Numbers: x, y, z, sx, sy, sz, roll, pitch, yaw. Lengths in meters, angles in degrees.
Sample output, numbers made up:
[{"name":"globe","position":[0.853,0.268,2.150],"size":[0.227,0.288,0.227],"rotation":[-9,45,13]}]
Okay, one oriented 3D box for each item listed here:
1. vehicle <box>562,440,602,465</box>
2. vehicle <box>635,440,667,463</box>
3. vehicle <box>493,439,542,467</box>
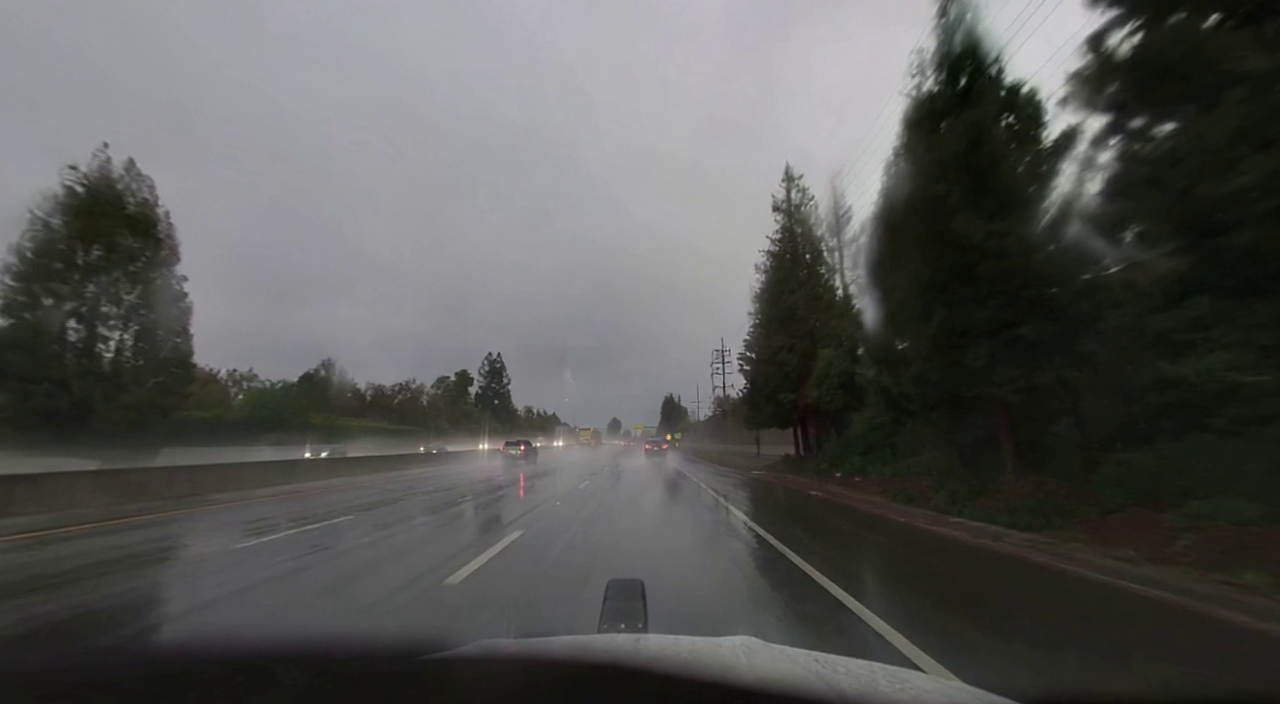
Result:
[{"name":"vehicle","position":[-3.558,6.245,39.200],"size":[2.046,1.478,4.111],"rotation":[0,-8,1]},{"name":"vehicle","position":[0.732,6.714,42.583],"size":[2.057,1.453,3.926],"rotation":[0,-8,1]},{"name":"vehicle","position":[-7.058,5.849,36.540],"size":[1.936,1.497,4.251],"rotation":[0,-8,1]}]
